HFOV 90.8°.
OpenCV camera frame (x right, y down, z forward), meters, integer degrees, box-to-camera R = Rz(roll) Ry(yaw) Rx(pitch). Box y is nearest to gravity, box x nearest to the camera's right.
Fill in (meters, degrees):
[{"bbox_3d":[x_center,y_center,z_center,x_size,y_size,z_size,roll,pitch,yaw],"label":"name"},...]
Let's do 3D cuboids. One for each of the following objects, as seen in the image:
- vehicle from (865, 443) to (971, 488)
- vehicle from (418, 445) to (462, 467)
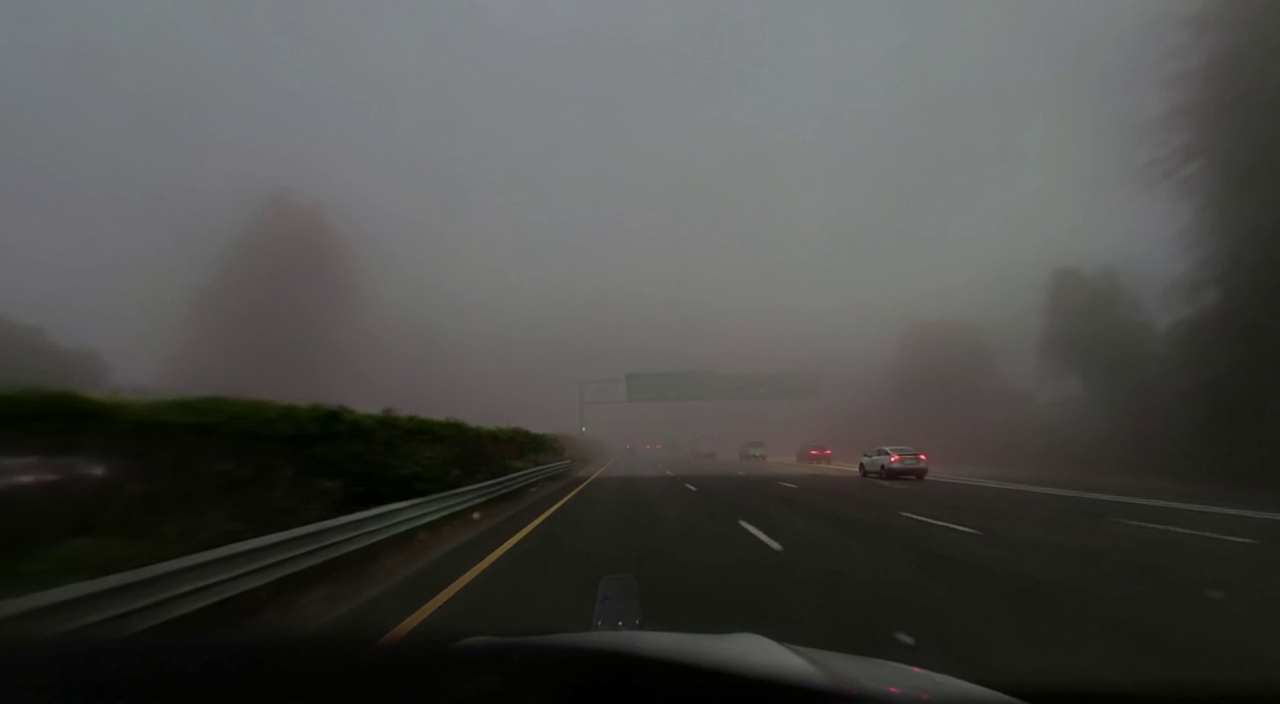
[{"bbox_3d":[9.774,3.992,22.596,1.836,1.418,4.132,0,-9,-1],"label":"vehicle"},{"bbox_3d":[-15.362,7.947,48.675,1.918,1.569,4.146,0,-8,2],"label":"vehicle"}]
